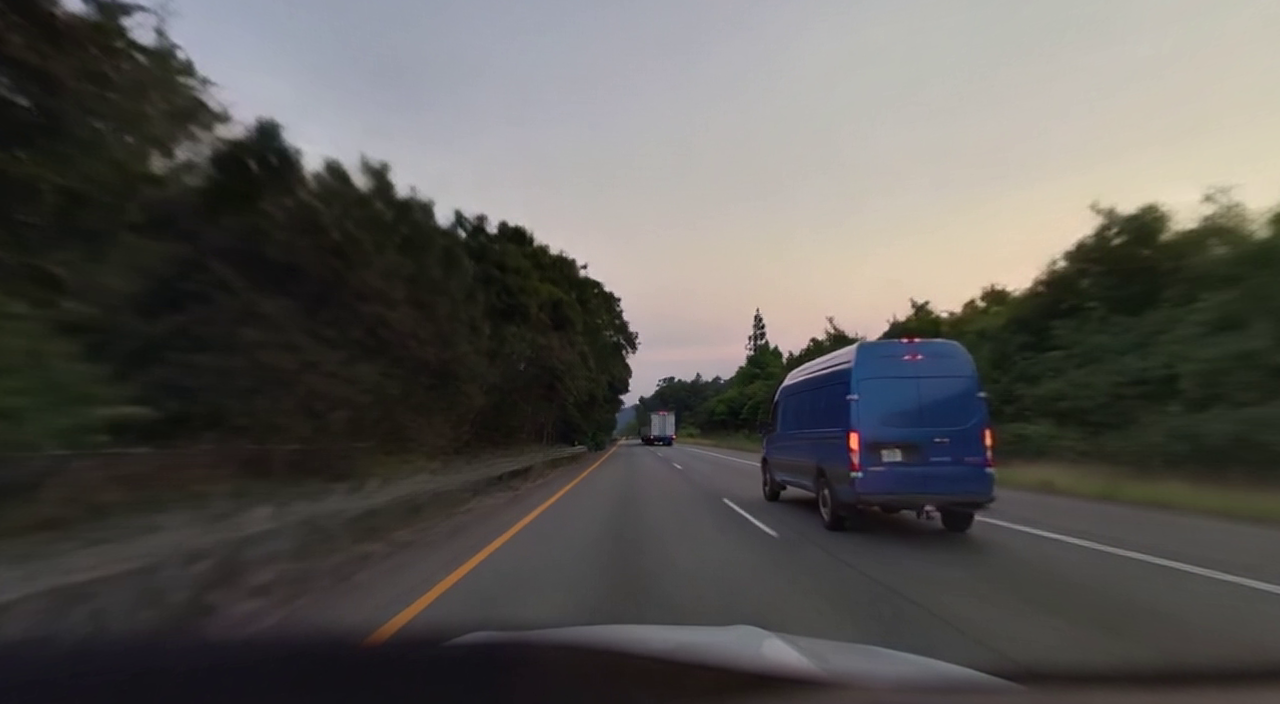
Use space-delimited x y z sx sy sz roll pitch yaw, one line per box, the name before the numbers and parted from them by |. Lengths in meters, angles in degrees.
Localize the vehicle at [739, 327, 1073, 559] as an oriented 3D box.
vehicle | 3.448 1.399 10.144 2.570 2.596 6.082 0 -8 -1
